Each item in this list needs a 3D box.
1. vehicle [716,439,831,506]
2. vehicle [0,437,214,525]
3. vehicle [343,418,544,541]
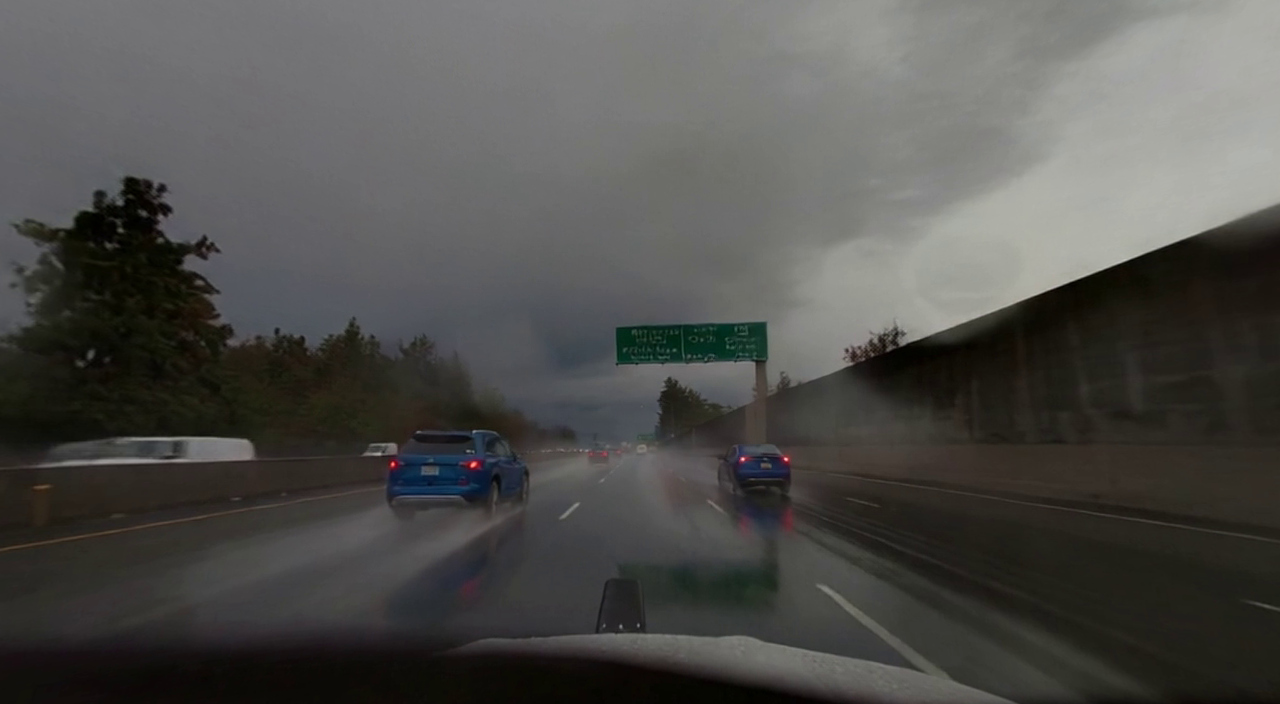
[{"bbox_3d":[3.223,2.998,16.122,1.979,1.486,4.125,0,-9,-1],"label":"vehicle"},{"bbox_3d":[-11.699,2.642,13.560,1.871,1.551,4.448,0,-9,0],"label":"vehicle"},{"bbox_3d":[-3.178,2.173,11.388,2.137,1.756,4.453,0,-8,1],"label":"vehicle"}]
